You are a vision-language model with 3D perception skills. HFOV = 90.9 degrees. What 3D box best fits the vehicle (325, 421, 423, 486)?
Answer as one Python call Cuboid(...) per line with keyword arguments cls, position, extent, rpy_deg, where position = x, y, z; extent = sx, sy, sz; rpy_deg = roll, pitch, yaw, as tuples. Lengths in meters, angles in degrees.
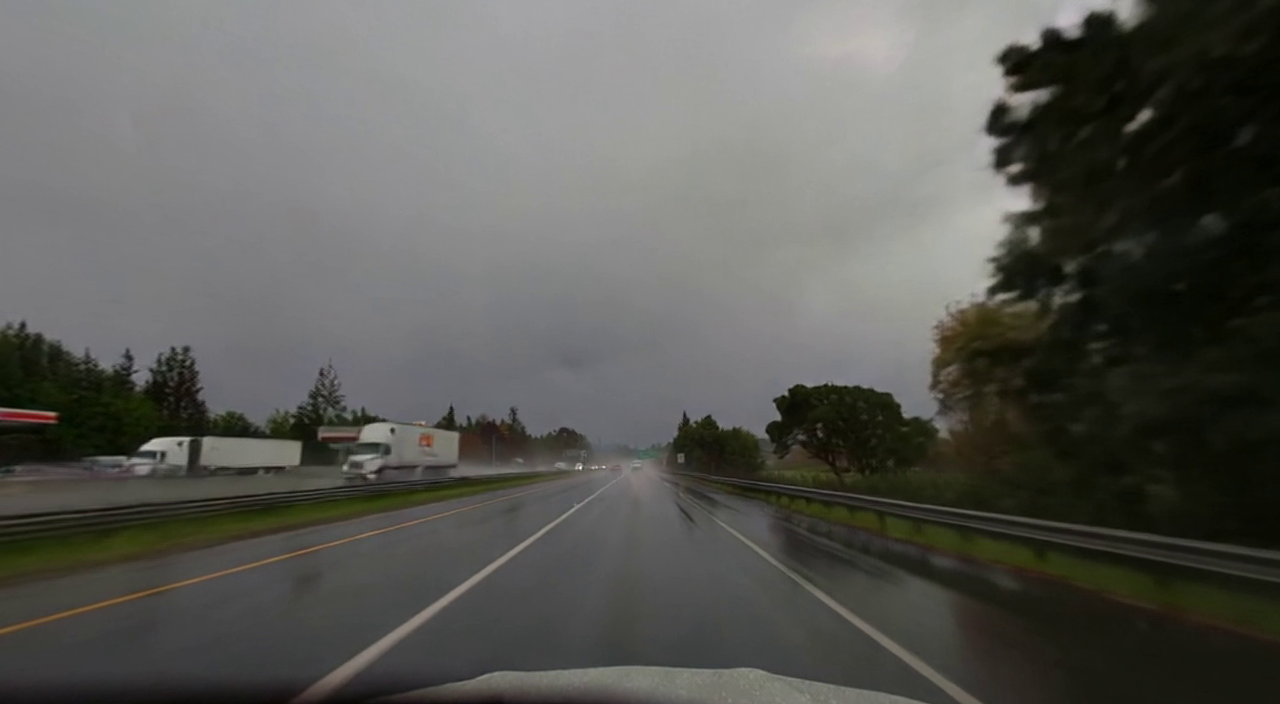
Cuboid(cls="vehicle", position=(-17.447, 6.817, 41.944), extent=(3.667, 3.902, 6.030), rpy_deg=(1, -11, 0))
